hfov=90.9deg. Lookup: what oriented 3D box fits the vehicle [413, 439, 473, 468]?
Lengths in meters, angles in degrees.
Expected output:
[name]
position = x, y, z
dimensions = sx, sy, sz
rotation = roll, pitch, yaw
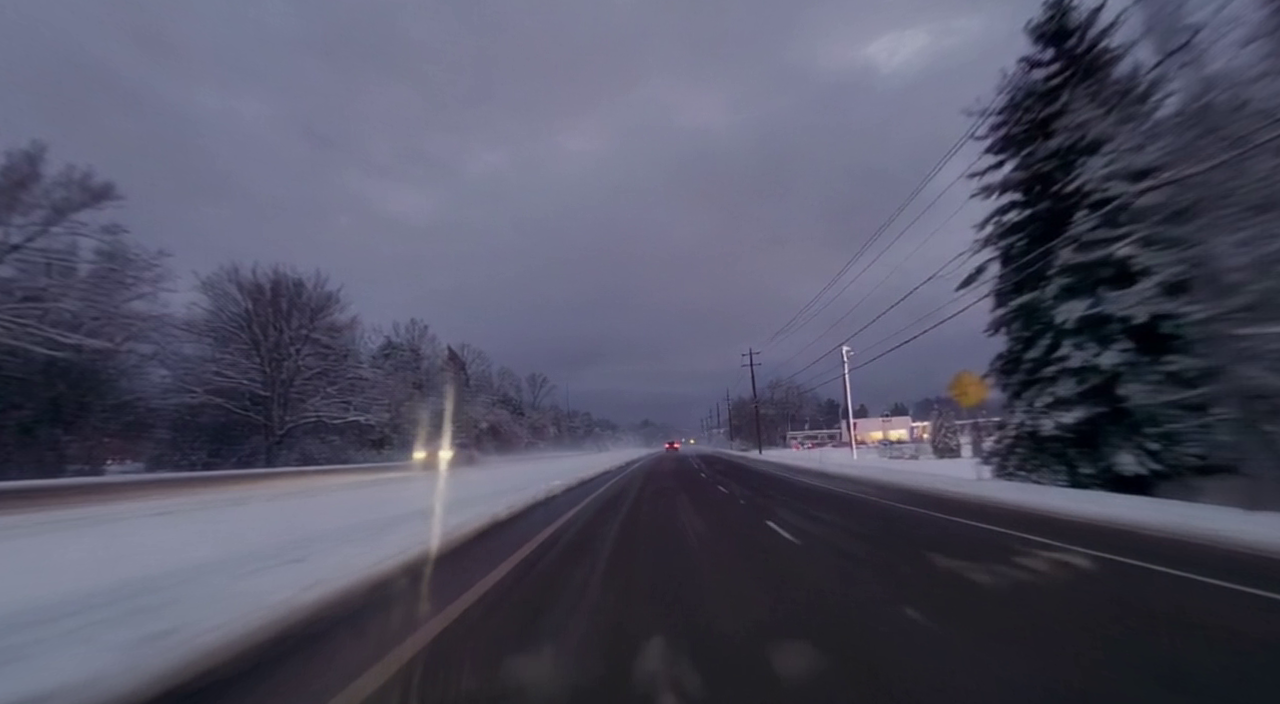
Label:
[vehicle]
position = -15.371, 7.923, 49.567
dimensions = 2.429, 2.067, 6.210
rotation = -1, -9, 3
